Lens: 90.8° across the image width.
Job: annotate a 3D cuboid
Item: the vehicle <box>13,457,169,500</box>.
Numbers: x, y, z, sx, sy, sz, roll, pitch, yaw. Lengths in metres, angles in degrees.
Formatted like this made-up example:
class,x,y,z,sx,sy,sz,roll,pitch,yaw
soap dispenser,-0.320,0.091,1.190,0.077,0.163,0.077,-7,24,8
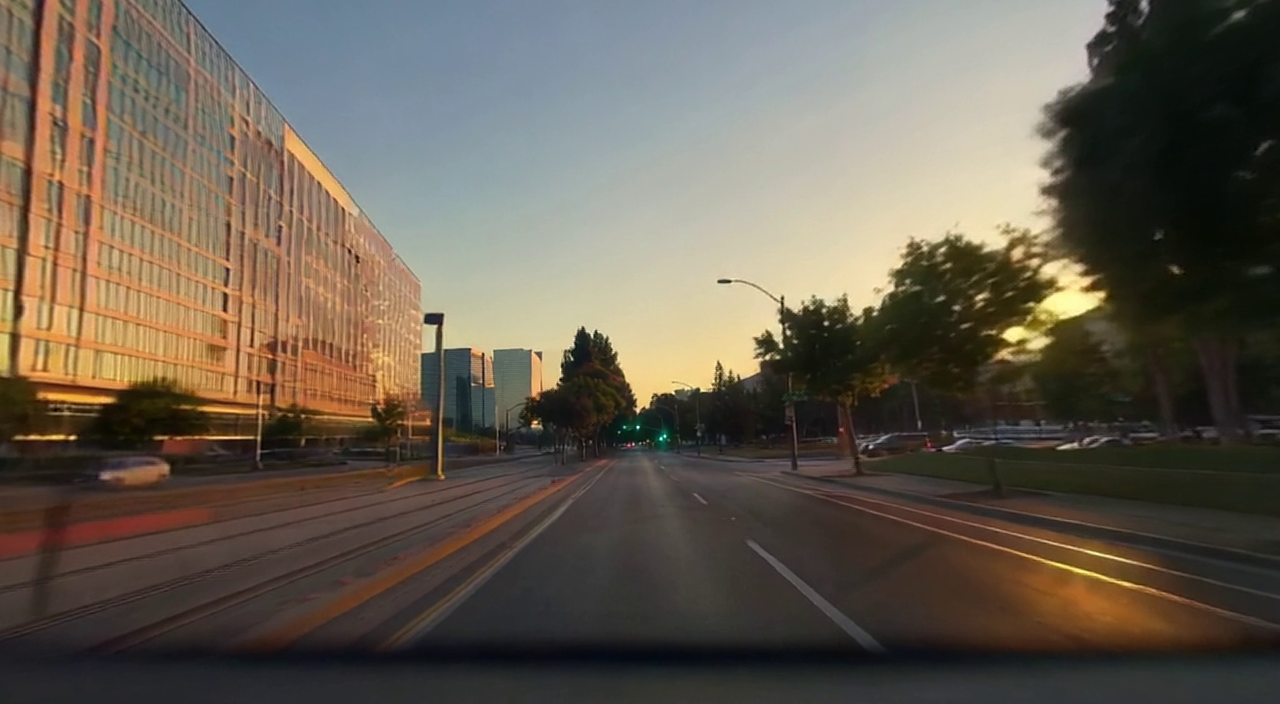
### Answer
class,x,y,z,sx,sy,sz,roll,pitch,yaw
vehicle,-21.257,4.875,24.809,1.867,1.464,4.748,0,-9,0
